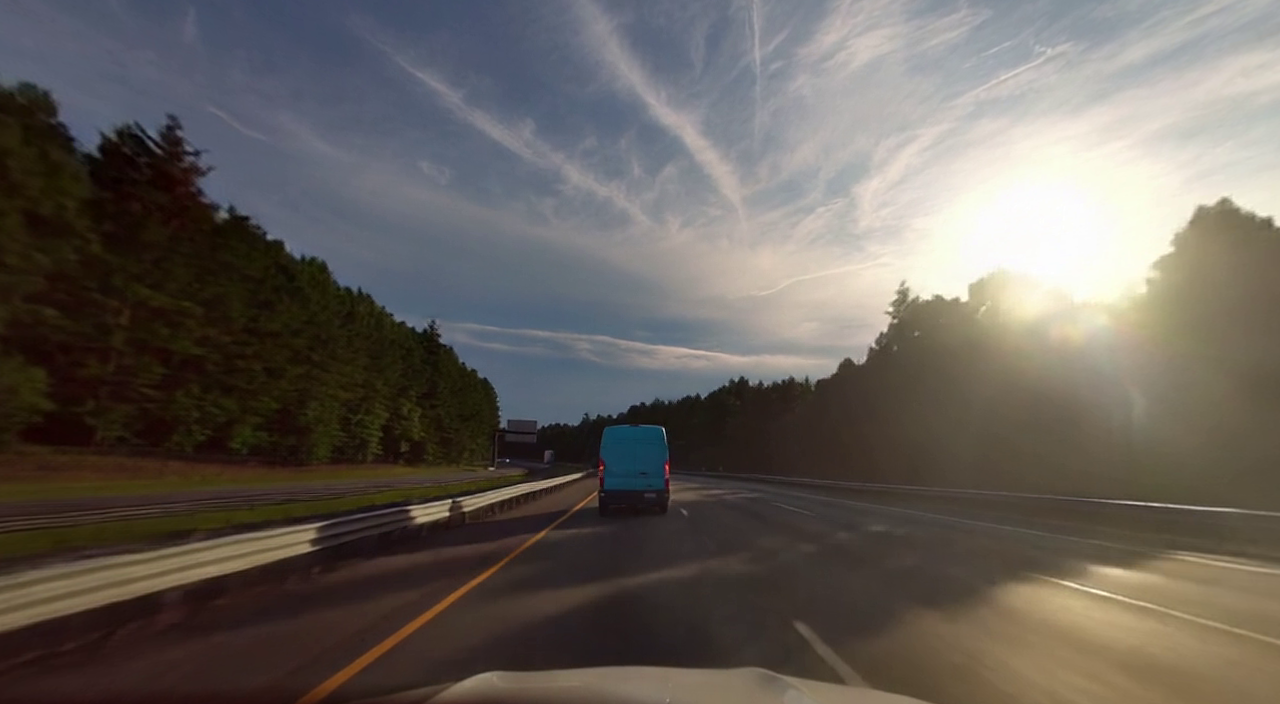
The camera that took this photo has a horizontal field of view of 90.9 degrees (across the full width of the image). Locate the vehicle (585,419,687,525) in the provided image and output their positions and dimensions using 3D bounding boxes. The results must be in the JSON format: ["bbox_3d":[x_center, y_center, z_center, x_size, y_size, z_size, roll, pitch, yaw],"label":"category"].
[{"bbox_3d":[-0.186,3.384,17.960,2.375,2.432,6.161,1,-10,-2],"label":"vehicle"}]
